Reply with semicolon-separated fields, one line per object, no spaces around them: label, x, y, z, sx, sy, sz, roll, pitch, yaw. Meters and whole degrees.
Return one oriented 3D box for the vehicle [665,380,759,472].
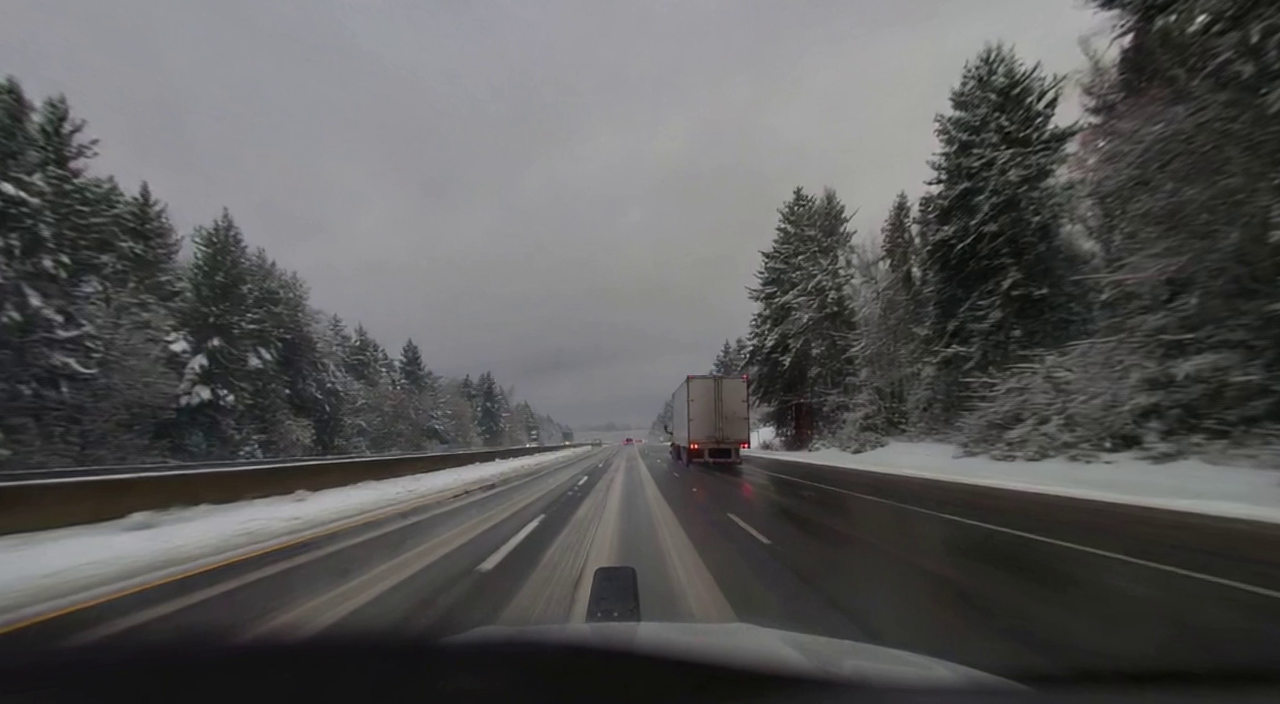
vehicle;3.593;4.373;36.222;3.489;4.211;14.193;0;-8;-1
